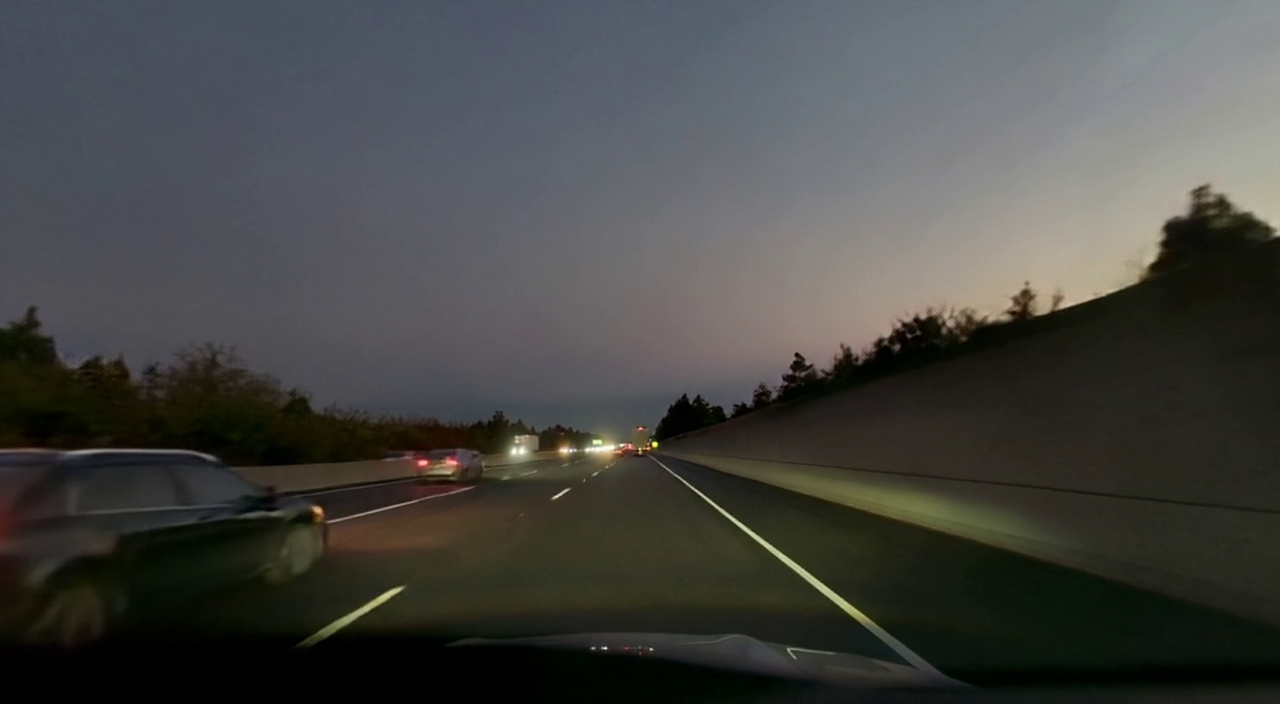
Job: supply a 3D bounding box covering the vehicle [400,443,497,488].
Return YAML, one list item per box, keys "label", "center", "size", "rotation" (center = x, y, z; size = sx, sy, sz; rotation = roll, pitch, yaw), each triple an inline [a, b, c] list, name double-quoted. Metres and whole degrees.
- label: "vehicle"
  center: [-7.425, 4.462, 25.083]
  size: [2.179, 1.577, 5.070]
  rotation: [0, -9, 1]

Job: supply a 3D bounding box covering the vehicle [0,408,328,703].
- label: "vehicle"
  center: [-3.873, 1.190, 3.937]
  size: [1.893, 1.521, 3.742]
  rotation: [0, -9, 0]

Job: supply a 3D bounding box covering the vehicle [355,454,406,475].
- label: "vehicle"
  center: [-19.245, 8.372, 46.978]
  size: [1.892, 1.447, 4.377]
  rotation: [0, -9, 1]
